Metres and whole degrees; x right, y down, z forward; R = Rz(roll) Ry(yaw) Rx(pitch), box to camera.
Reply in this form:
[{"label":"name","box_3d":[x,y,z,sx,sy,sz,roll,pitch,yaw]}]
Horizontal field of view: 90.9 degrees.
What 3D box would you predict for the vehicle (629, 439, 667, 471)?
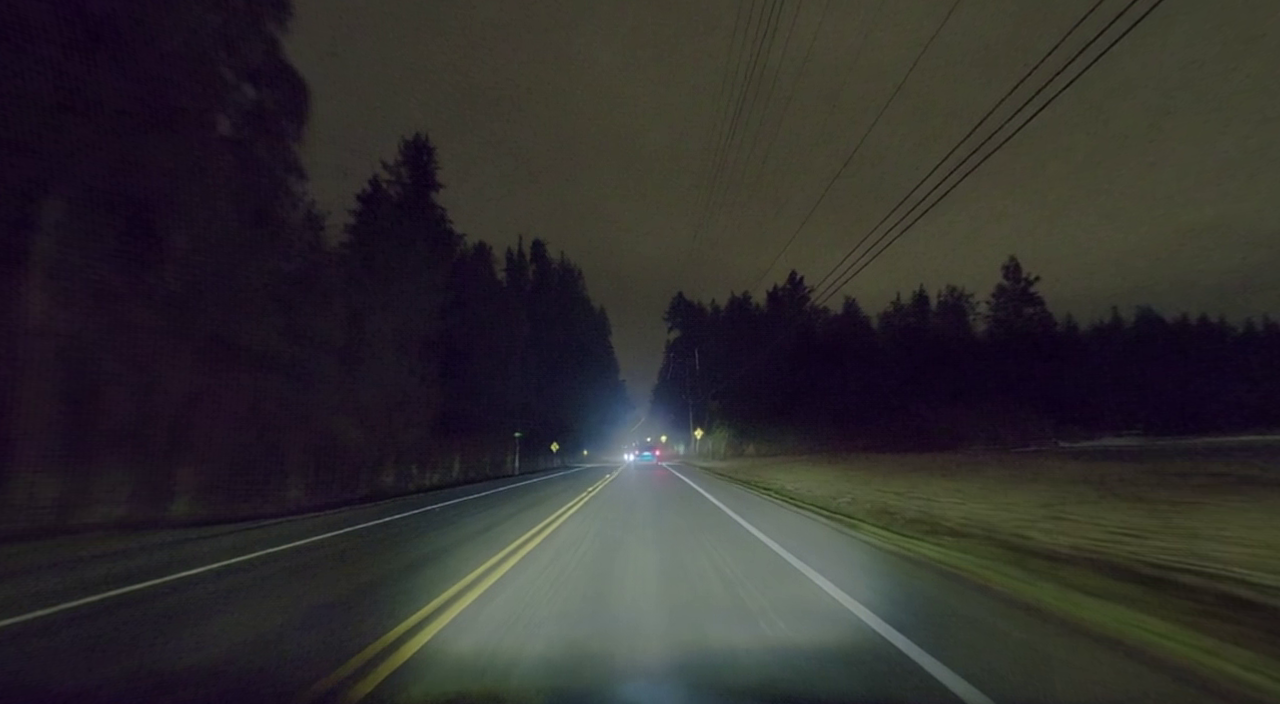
[{"label":"vehicle","box_3d":[0.550,6.994,43.081,2.468,2.056,4.422,0,-8,0]}]
